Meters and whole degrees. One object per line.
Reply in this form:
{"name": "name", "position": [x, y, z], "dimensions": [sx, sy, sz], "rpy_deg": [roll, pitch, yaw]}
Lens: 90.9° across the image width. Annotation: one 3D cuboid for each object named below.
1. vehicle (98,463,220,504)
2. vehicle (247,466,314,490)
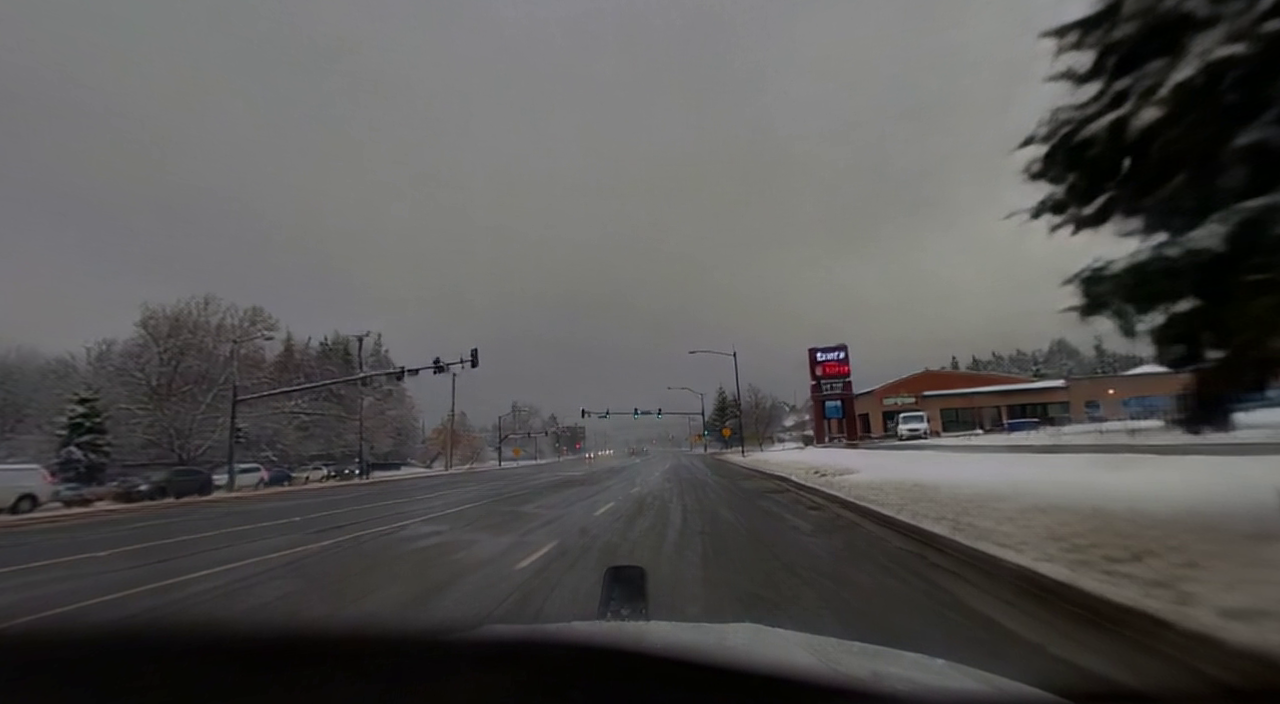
{"name": "vehicle", "position": [-22.585, 6.162, 29.872], "dimensions": [1.918, 1.503, 4.632], "rpy_deg": [-6, -10, 4]}
{"name": "vehicle", "position": [-24.471, 8.580, 43.062], "dimensions": [1.827, 1.370, 4.191], "rpy_deg": [-1, -8, 6]}
